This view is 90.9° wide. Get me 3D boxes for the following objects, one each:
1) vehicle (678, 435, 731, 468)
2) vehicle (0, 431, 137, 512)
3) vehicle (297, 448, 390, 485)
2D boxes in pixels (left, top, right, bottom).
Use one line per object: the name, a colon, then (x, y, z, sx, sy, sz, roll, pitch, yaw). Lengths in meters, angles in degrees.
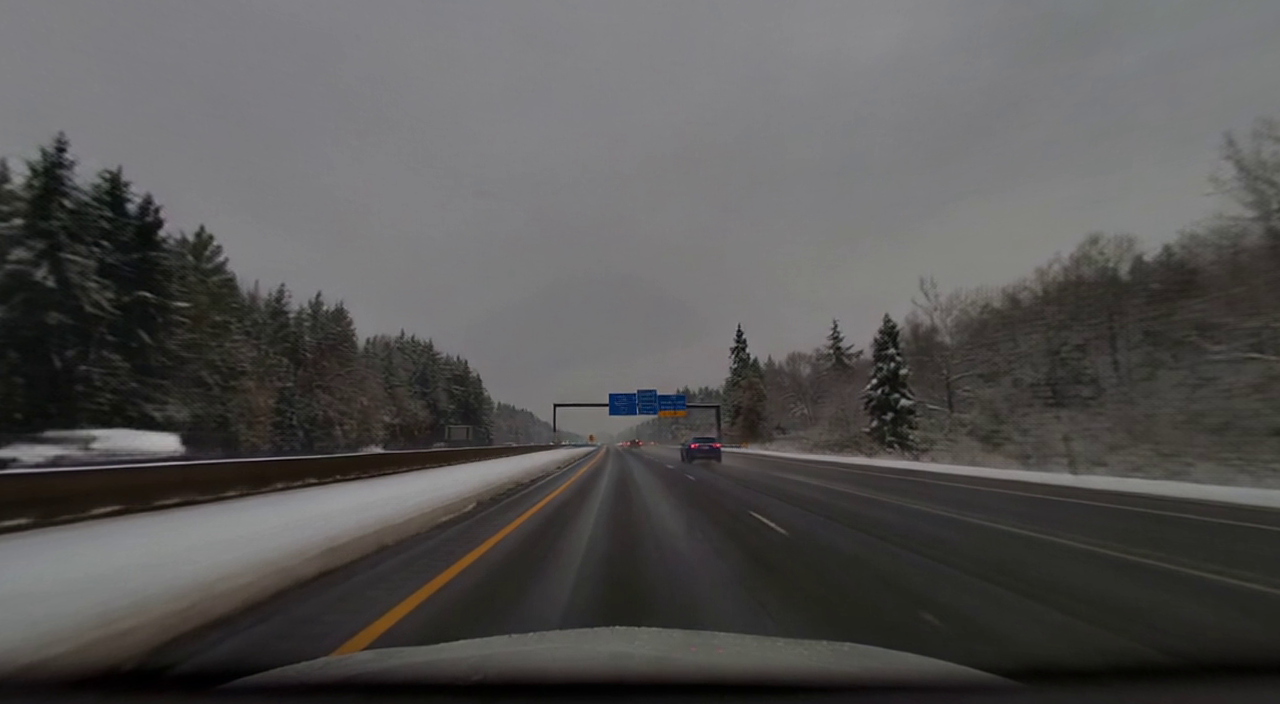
vehicle: (3.139, 4.922, 31.504, 1.958, 1.526, 4.227, 1, -8, -3)
vehicle: (-16.874, 3.207, 17.486, 2.003, 1.981, 4.635, 0, -8, -1)
vehicle: (-13.067, 5.043, 28.155, 1.944, 1.446, 4.786, 0, -8, -2)
